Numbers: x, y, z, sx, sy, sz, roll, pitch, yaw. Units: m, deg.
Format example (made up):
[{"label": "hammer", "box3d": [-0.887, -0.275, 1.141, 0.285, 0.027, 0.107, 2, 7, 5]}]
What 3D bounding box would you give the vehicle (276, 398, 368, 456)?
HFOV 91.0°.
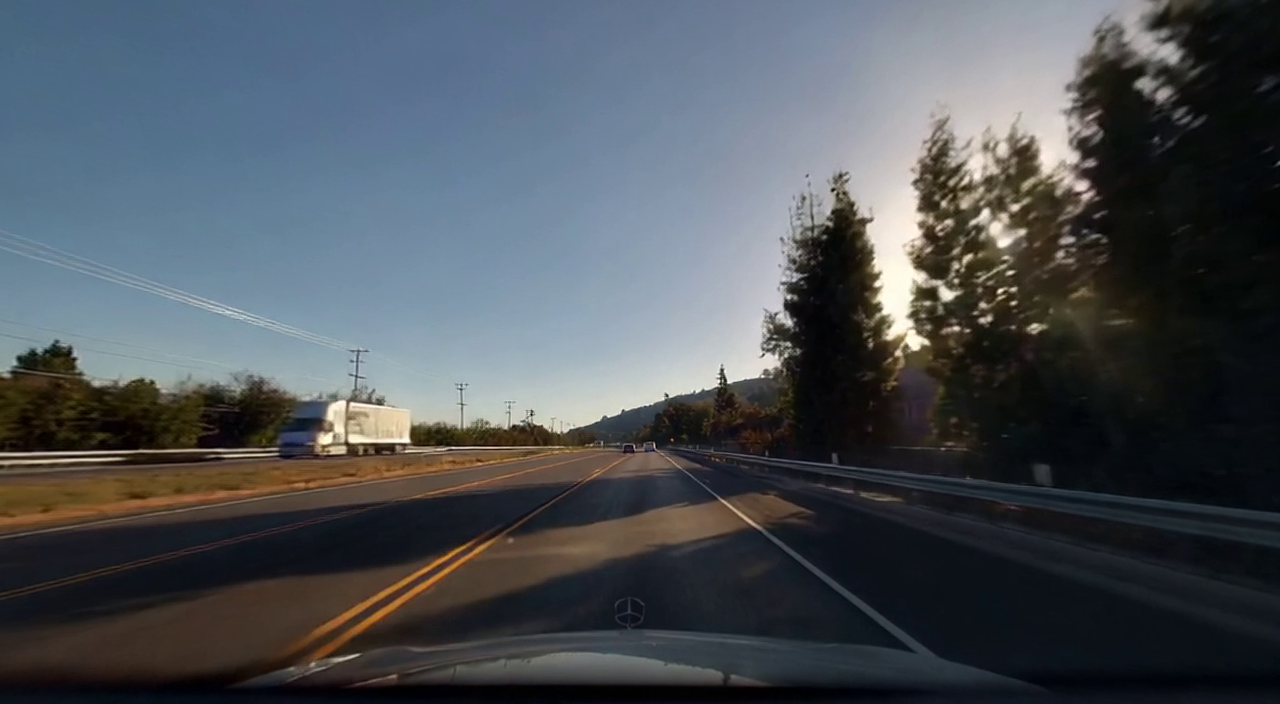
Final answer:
[{"label": "vehicle", "box3d": [-22.360, 5.381, 44.724, 3.237, 3.806, 6.063, 1, -8, 0]}]
